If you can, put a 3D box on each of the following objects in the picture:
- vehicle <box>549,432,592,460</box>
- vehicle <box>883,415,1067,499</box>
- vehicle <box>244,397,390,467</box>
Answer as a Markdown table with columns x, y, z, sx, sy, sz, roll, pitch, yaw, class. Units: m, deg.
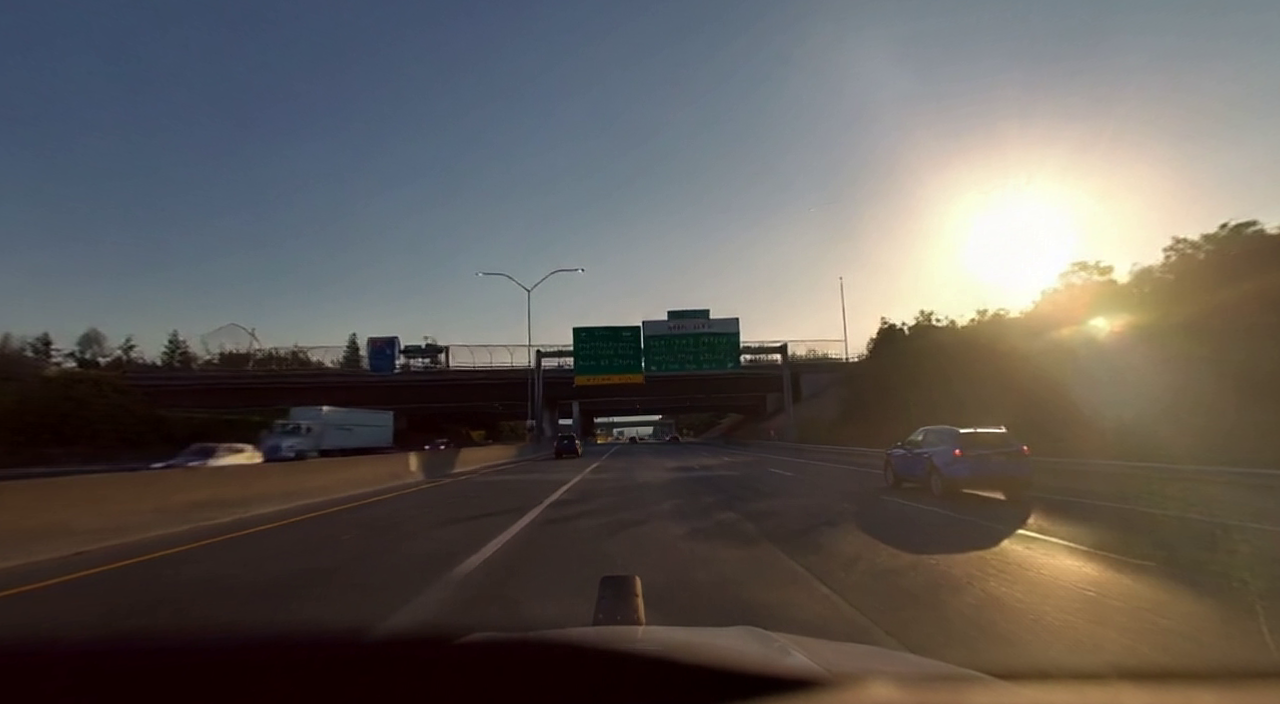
| x | y | z | sx | sy | sz | roll | pitch | yaw | class |
| --- | --- | --- | --- | --- | --- | --- | --- | --- | --- |
| -3.902 | 5.350 | 35.878 | 2.032 | 1.465 | 4.316 | 0 | -8 | -1 | vehicle |
| 7.376 | 2.334 | 14.380 | 1.956 | 1.634 | 3.935 | 0 | -8 | -1 | vehicle |
| -21.556 | 5.608 | 43.599 | 2.899 | 4.010 | 14.107 | -1 | -8 | -1 | vehicle |
